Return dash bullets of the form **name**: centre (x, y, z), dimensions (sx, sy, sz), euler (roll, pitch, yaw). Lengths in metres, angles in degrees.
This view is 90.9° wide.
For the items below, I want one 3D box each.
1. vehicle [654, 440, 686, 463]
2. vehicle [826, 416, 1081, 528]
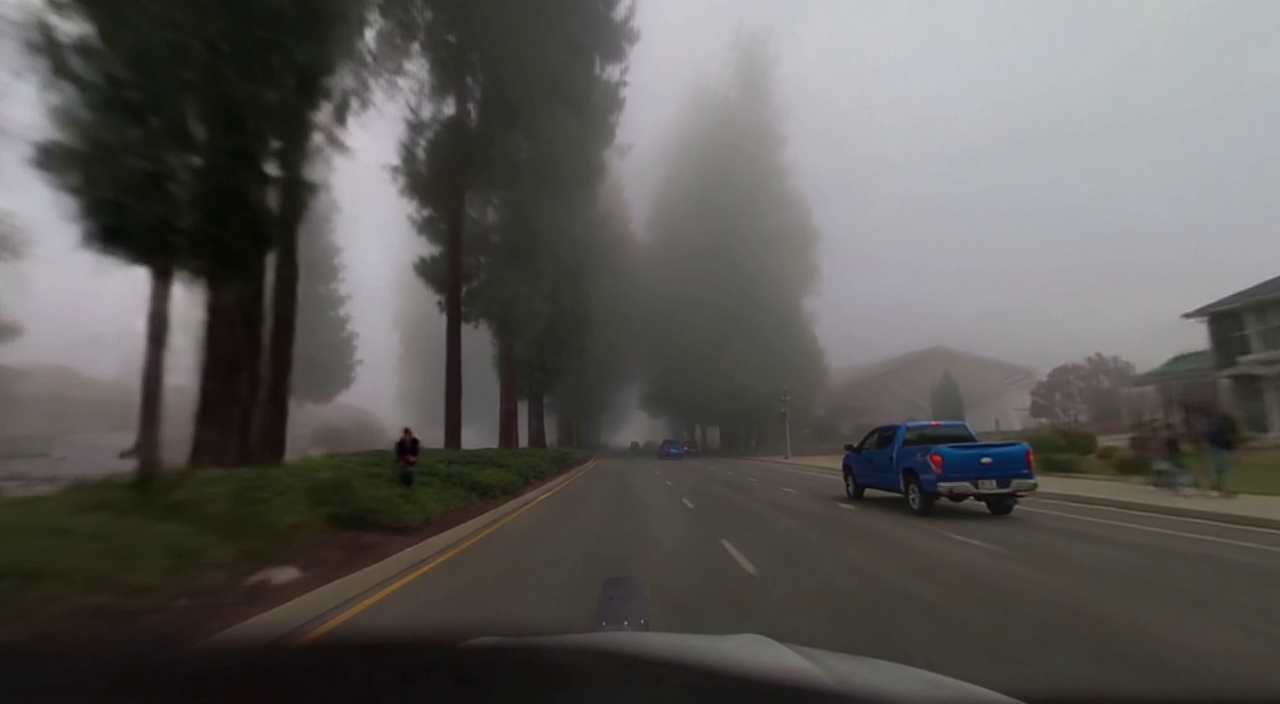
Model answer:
- **vehicle**: centre (2.246, 7.508, 47.828), dimensions (2.061, 1.632, 4.222), euler (1, -8, -2)
- **vehicle**: centre (5.877, 2.332, 12.997), dimensions (2.262, 1.769, 5.666), euler (0, -8, -1)
